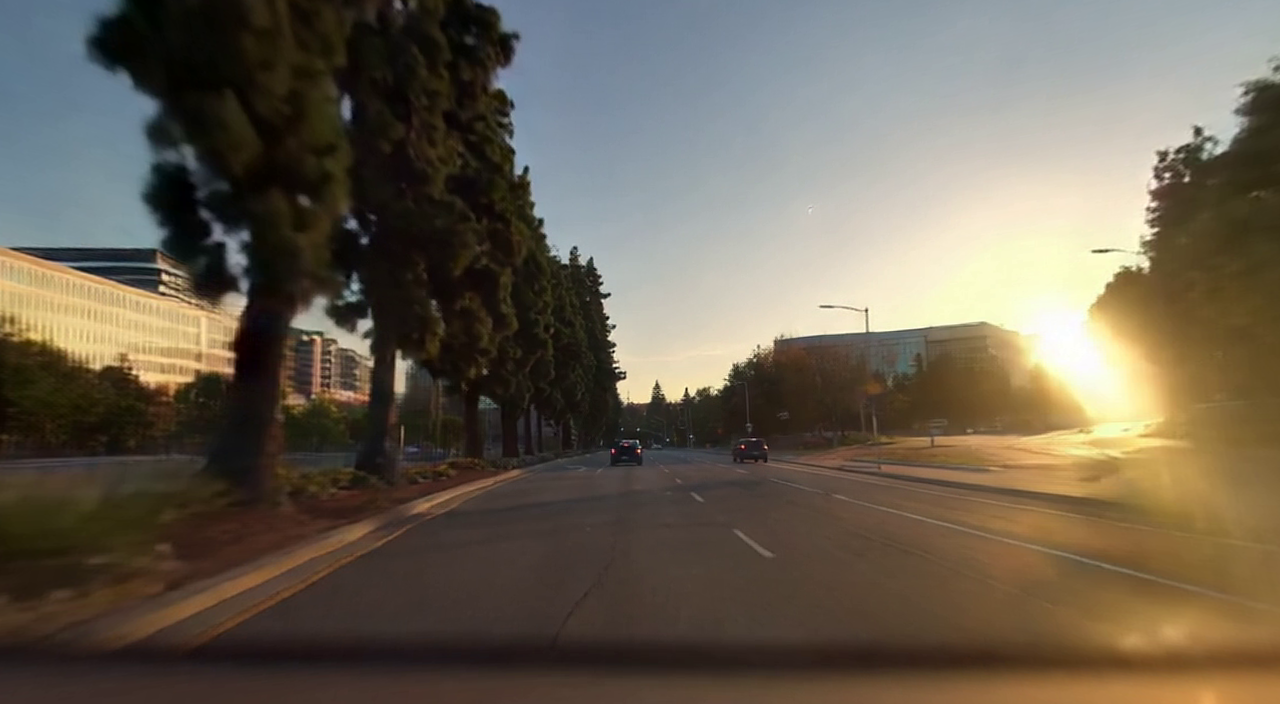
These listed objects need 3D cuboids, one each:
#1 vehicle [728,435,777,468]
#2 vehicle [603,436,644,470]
[{"bbox_3d":[6.631,5.920,37.790,2.026,1.804,4.565,0,-9,-1],"label":"vehicle"},{"bbox_3d":[-0.904,5.821,36.494,2.193,1.794,4.457,0,-8,0],"label":"vehicle"}]
